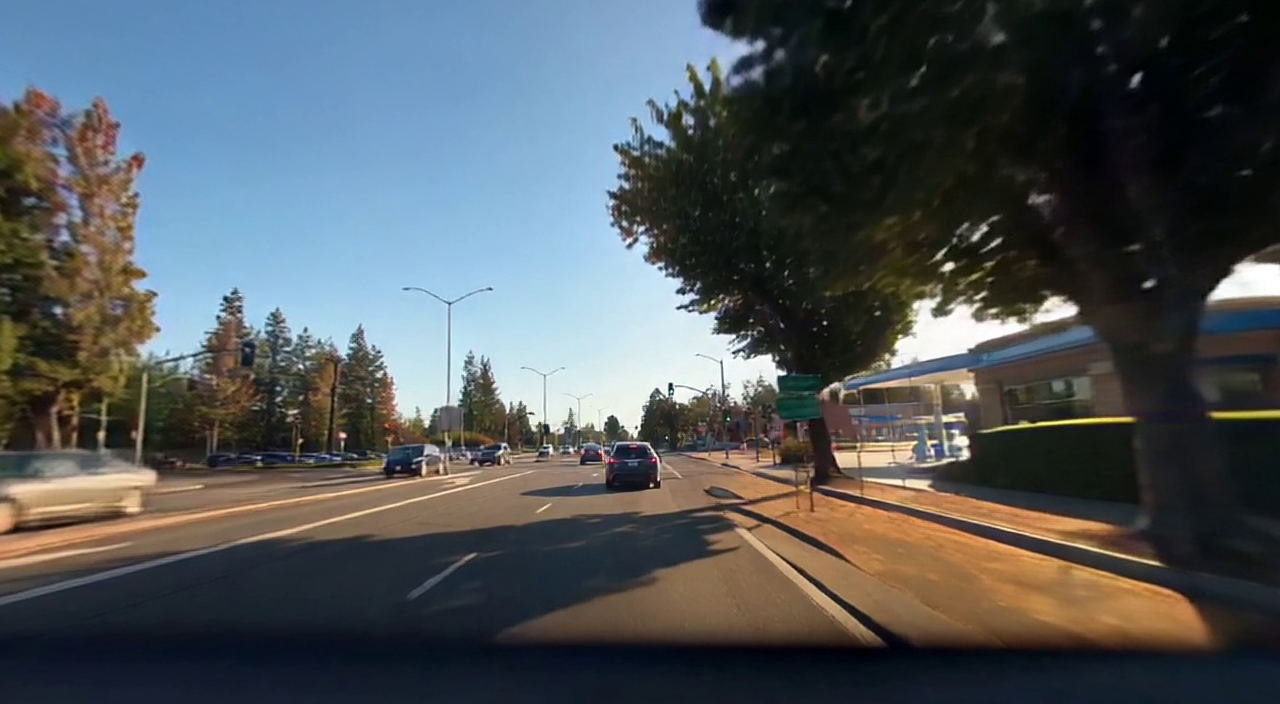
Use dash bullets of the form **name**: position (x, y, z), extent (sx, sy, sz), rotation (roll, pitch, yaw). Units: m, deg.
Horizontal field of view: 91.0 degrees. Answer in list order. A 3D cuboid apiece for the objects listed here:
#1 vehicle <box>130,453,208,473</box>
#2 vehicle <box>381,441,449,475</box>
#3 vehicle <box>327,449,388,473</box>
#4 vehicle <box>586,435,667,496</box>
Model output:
- **vehicle**: position (-36.927, 8.715, 49.420), extent (4.377, 1.521, 1.965), rotation (2, -8, -8)
- **vehicle**: position (-12.067, 5.708, 34.074), extent (1.999, 1.695, 4.334), rotation (0, -8, 1)
- **vehicle**: position (-19.621, 7.563, 43.982), extent (1.961, 1.504, 4.682), rotation (0, -8, 1)
- **vehicle**: position (-0.364, 3.197, 18.210), extent (2.062, 1.519, 4.214), rotation (1, -8, 0)
